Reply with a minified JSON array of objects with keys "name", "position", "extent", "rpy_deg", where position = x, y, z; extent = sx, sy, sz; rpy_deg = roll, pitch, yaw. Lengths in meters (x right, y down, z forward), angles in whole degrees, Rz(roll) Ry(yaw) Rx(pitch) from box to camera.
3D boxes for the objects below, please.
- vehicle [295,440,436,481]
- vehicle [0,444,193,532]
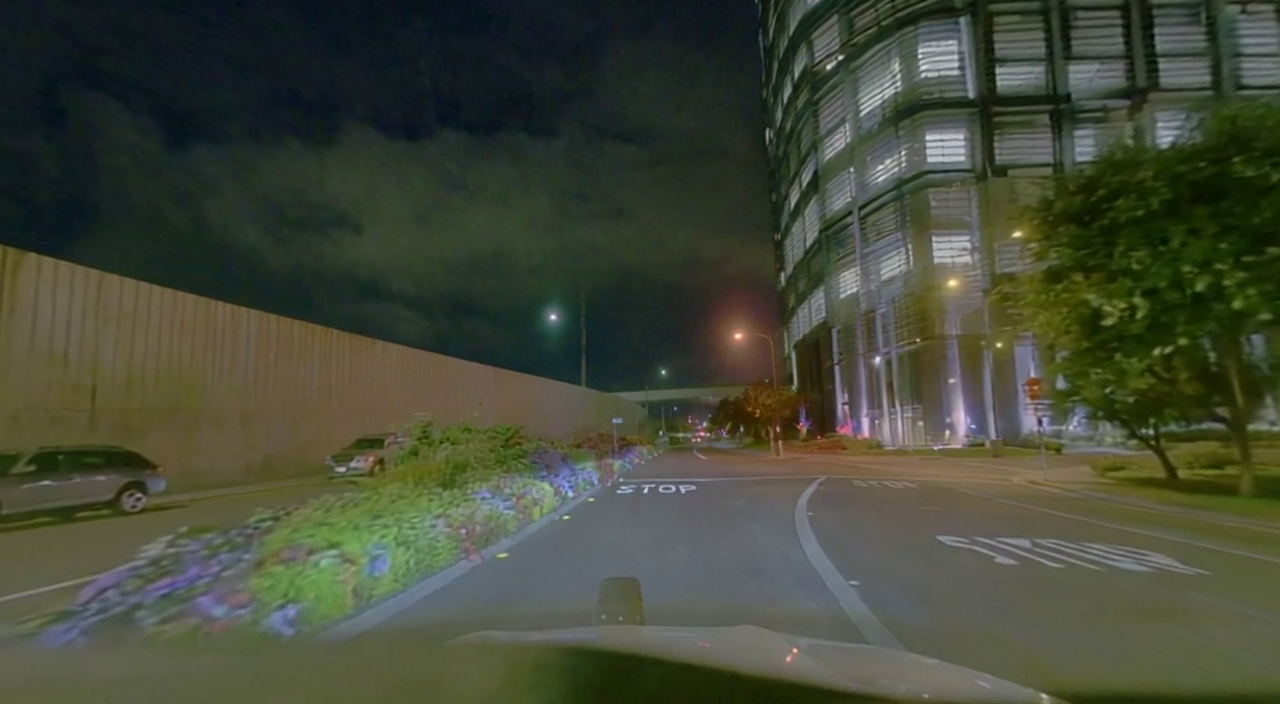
[{"name":"vehicle","position":[-10.582,4.152,24.404],"extent":[4.694,1.447,2.137],"rpy_deg":[5,-10,-29]},{"name":"vehicle","position":[-11.166,2.420,11.515],"extent":[4.421,1.446,2.053],"rpy_deg":[3,-9,-20]}]
